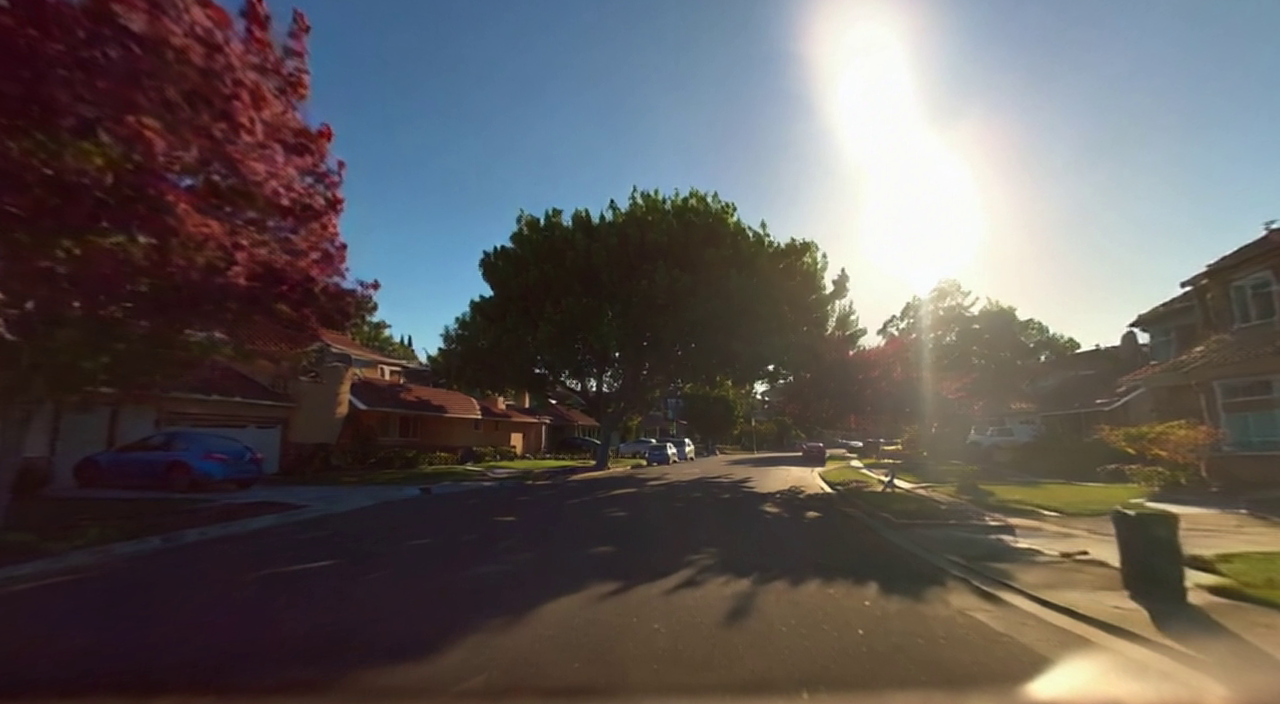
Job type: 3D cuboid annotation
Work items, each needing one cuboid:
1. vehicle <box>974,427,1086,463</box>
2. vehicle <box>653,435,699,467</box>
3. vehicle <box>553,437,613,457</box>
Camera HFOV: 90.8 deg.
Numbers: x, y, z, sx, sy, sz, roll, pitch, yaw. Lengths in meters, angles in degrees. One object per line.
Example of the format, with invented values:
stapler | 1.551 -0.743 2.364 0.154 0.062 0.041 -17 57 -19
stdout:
vehicle | 19.738 4.696 32.103 4.384 1.688 1.956 1 -8 -2
vehicle | 2.388 6.324 40.799 2.215 1.859 4.765 -1 -7 13
vehicle | -4.397 7.237 48.403 4.376 1.458 2.046 2 -7 -9
